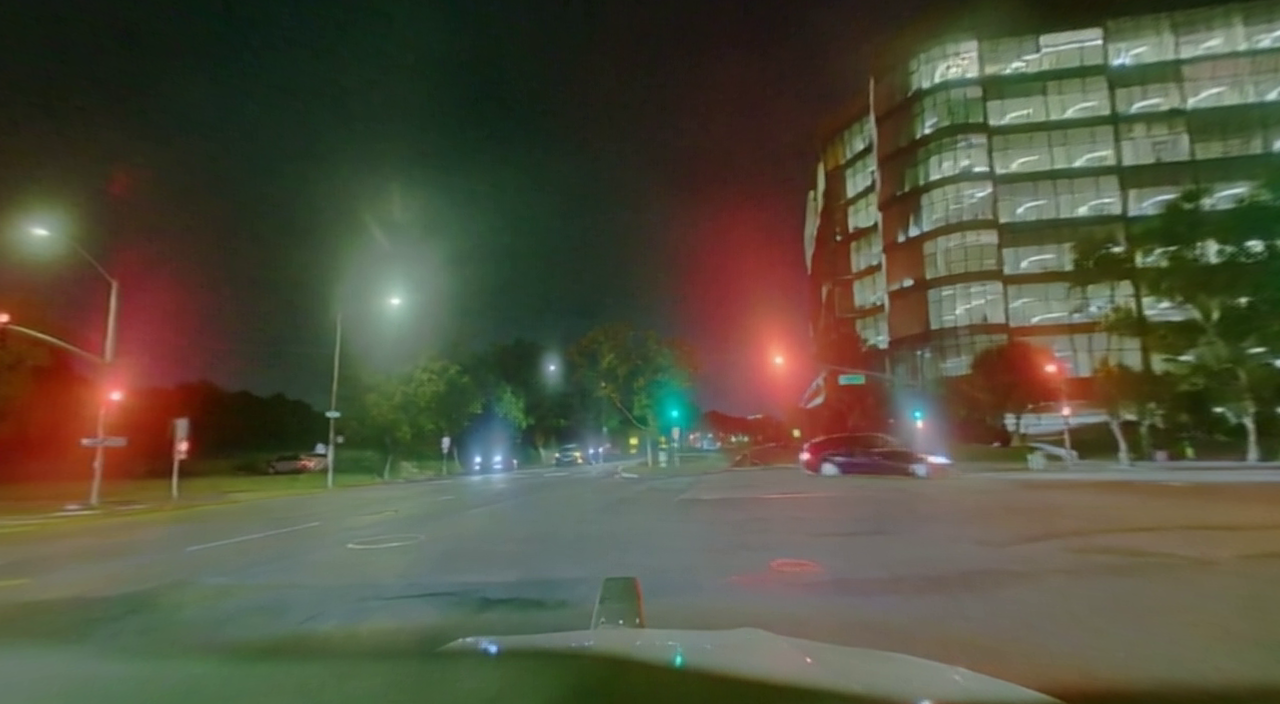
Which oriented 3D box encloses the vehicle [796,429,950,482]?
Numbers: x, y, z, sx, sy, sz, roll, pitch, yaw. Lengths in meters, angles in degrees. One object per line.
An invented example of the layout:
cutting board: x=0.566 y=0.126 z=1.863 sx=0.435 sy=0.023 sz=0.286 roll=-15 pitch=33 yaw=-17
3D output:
vehicle: x=8.140 y=3.634 z=22.384 sx=4.652 sy=1.674 sz=1.998 roll=-8 pitch=-12 yaw=43

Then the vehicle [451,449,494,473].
vehicle: x=-11.364 y=7.431 z=43.128 sx=1.786 sy=1.499 sz=3.797 roll=-1 pitch=-8 yaw=2

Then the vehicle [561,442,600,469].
vehicle: x=-3.912 y=6.872 z=42.183 sx=2.034 sy=1.663 sz=4.025 roll=-1 pitch=-8 yaw=3
